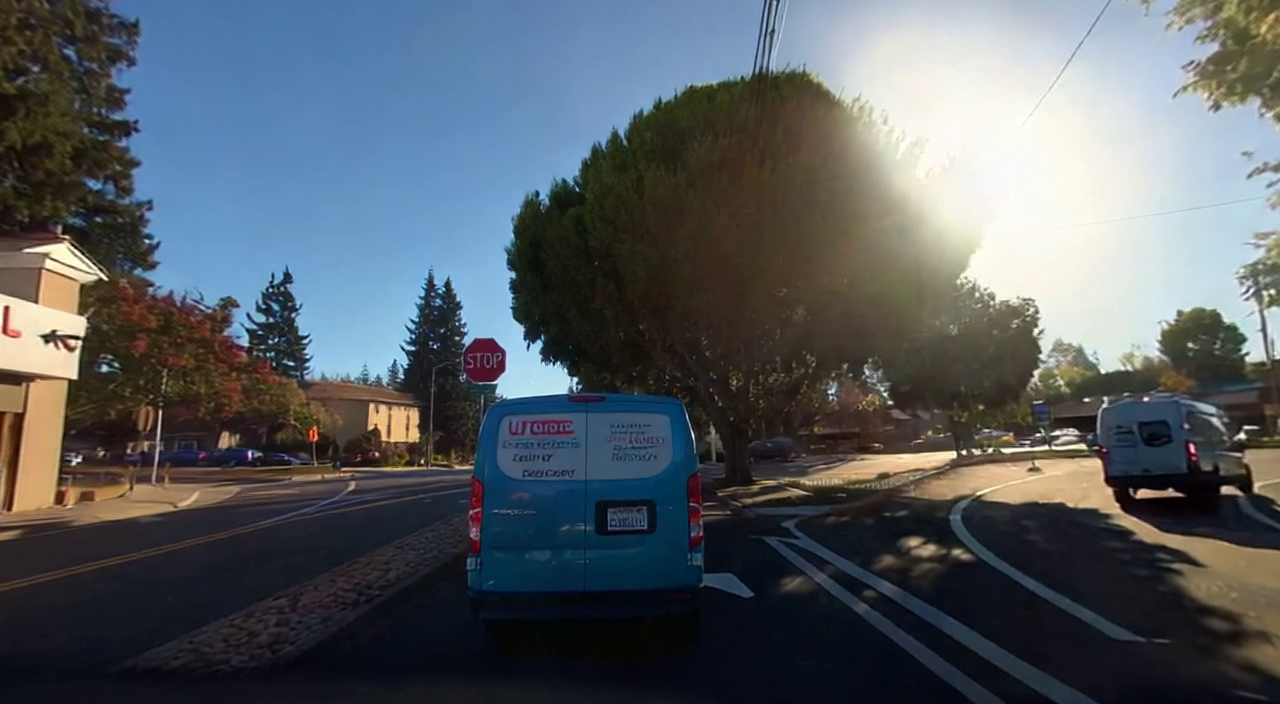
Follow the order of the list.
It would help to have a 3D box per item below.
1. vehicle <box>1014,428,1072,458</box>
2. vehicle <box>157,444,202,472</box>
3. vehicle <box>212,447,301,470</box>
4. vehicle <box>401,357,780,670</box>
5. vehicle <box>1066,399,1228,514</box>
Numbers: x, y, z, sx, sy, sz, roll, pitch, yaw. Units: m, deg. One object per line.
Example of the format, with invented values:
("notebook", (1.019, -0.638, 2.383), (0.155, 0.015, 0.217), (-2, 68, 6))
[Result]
("vehicle", (26.337, 5.945, 41.164), (2.079, 1.797, 5.345), (-8, -12, 42))
("vehicle", (-29.797, 6.846, 40.984), (1.913, 1.682, 4.120), (5, -10, -31))
("vehicle", (-25.926, 7.187, 42.858), (4.670, 1.472, 1.851), (1, -9, -9))
("vehicle", (-0.198, 1.285, 6.089), (2.237, 1.828, 4.546), (0, -9, 3))
("vehicle", (11.995, 2.435, 15.072), (2.385, 2.196, 5.640), (-7, -11, 38))
